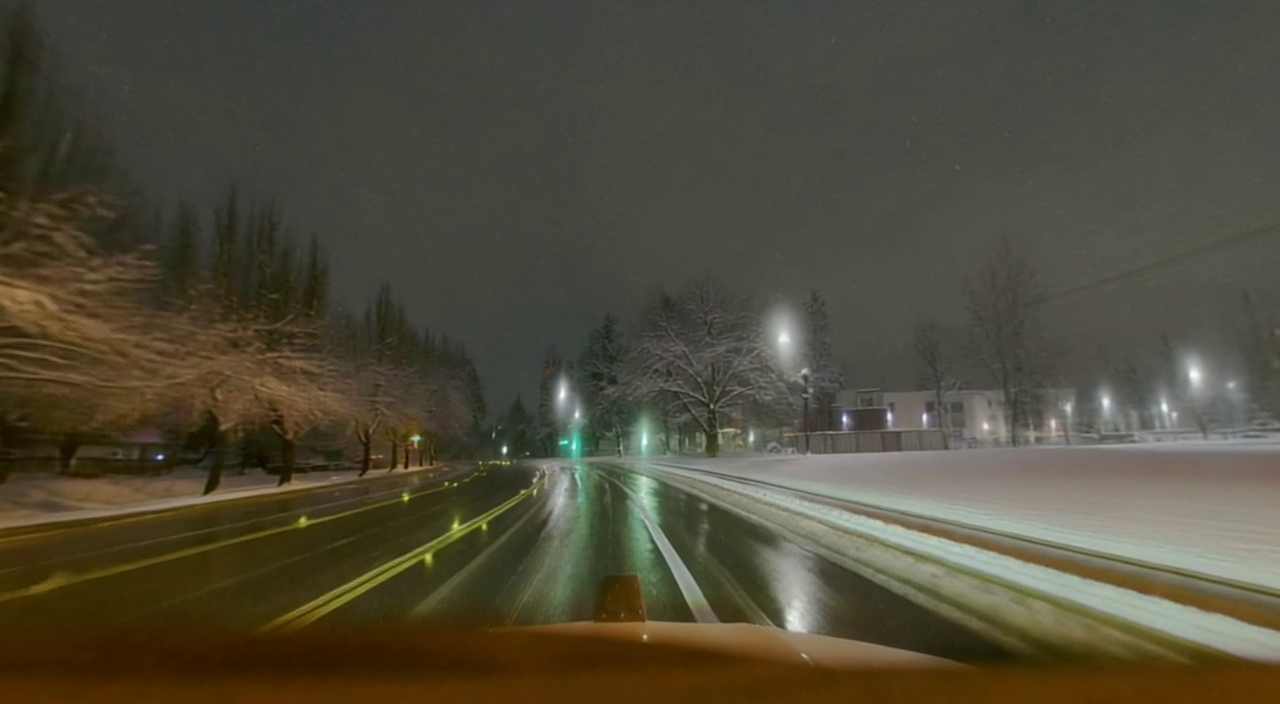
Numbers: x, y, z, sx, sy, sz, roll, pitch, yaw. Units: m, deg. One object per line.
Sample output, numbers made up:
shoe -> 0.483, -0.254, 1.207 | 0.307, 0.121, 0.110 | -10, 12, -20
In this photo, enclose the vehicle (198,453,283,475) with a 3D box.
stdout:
vehicle -> -27.767, 7.802, 44.056 | 4.527, 1.441, 2.024 | 1, -8, -7
